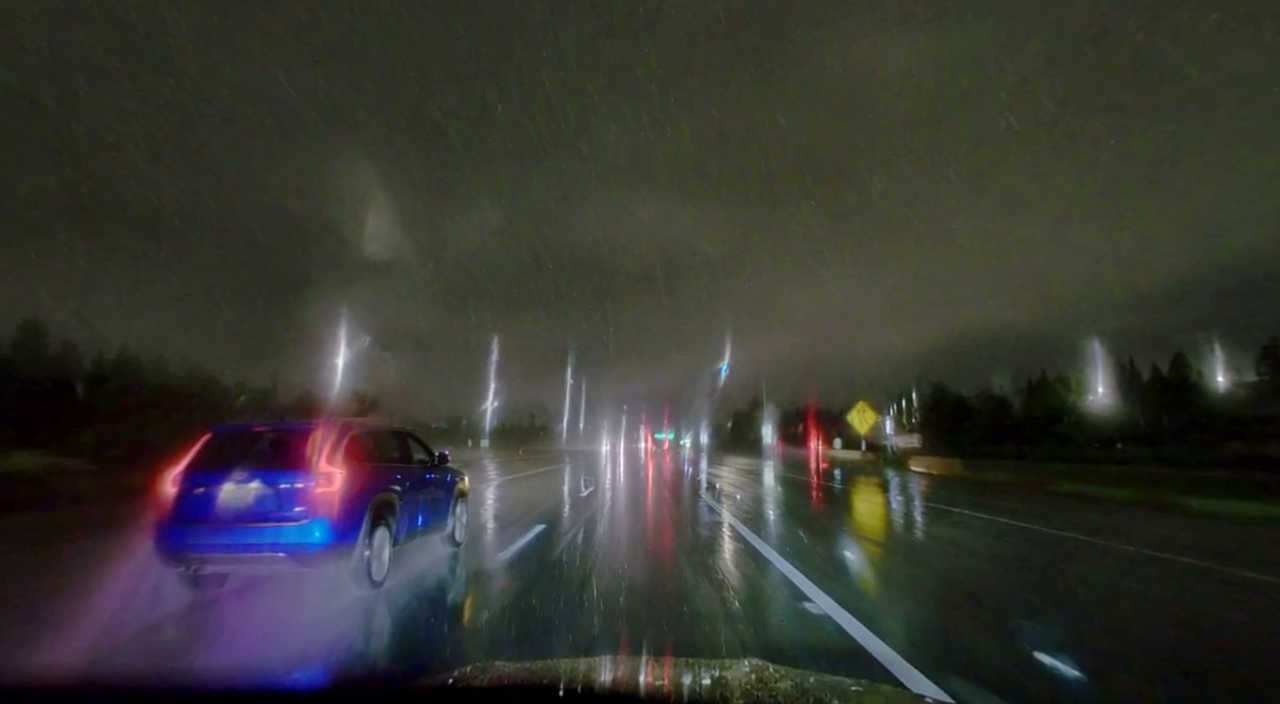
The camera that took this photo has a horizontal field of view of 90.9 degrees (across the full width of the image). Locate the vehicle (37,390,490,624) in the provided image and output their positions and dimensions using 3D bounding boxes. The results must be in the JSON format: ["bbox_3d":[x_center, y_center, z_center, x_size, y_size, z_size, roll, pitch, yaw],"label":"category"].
[{"bbox_3d":[-3.316,1.475,6.956,2.143,1.693,4.513,0,-9,1],"label":"vehicle"}]

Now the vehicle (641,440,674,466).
[{"bbox_3d":[1.122,6.740,42.053,2.073,1.621,3.993,0,-8,0],"label":"vehicle"}]
